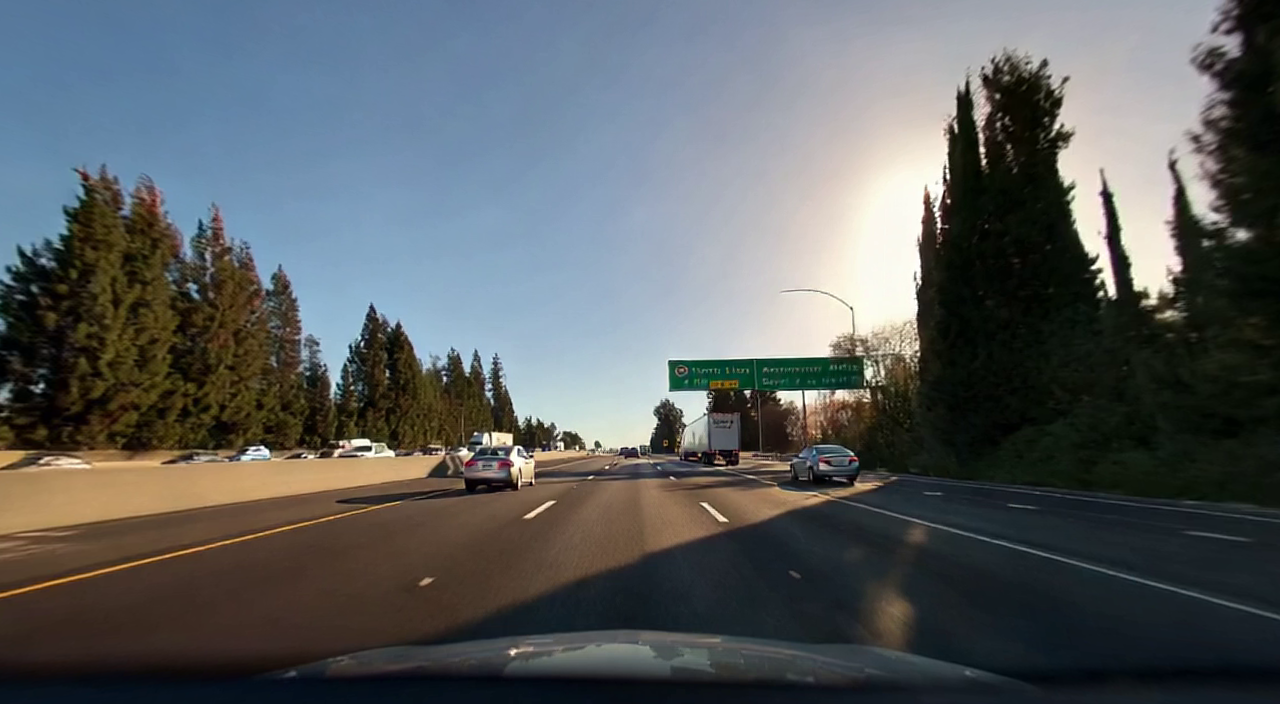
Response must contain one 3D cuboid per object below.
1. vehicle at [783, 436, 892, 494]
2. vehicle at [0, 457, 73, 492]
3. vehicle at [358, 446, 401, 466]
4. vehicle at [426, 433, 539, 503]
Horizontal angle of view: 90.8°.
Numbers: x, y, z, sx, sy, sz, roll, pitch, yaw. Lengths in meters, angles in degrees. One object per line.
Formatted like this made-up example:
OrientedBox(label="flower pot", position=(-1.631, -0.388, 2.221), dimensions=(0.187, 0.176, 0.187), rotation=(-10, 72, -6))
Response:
OrientedBox(label="vehicle", position=(6.217, 3.602, 20.502), dimensions=(1.991, 1.647, 4.409), rotation=(0, -9, -1))
OrientedBox(label="vehicle", position=(-26.635, 5.172, 26.867), dimensions=(1.707, 1.364, 3.608), rotation=(0, -9, -3))
OrientedBox(label="vehicle", position=(-19.879, 7.953, 48.339), dimensions=(1.847, 1.440, 3.572), rotation=(0, -9, -1))
OrientedBox(label="vehicle", position=(-4.087, 3.088, 17.178), dimensions=(2.027, 1.651, 4.099), rotation=(0, -9, 0))
